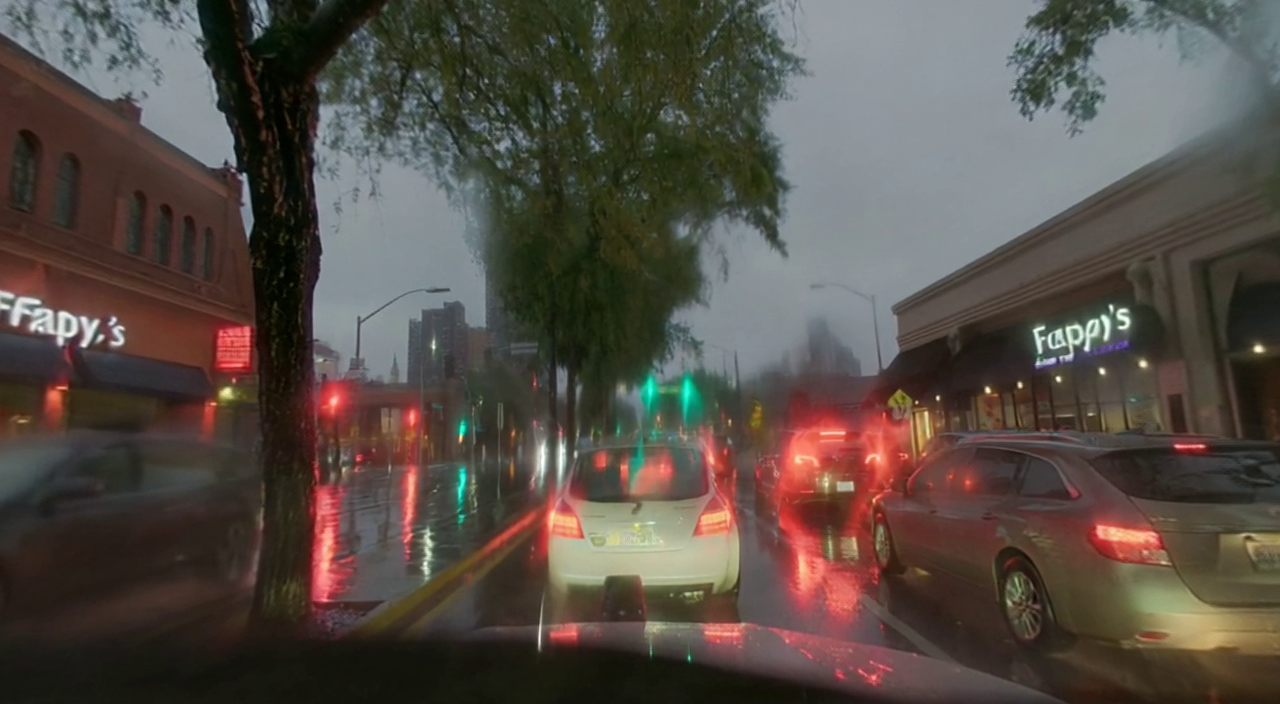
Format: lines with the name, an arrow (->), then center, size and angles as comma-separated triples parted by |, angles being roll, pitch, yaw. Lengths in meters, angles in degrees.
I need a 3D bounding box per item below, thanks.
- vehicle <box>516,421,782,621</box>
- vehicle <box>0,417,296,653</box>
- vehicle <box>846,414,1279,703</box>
vehicle -> 0.062, 1.548, 6.616 | 2.006, 1.487, 3.535 | 0, -9, 0
vehicle -> -5.181, 1.386, 5.315 | 1.898, 1.542, 4.689 | 0, -9, 0
vehicle -> 3.402, 1.370, 5.301 | 1.988, 1.480, 4.195 | 0, -9, 1
